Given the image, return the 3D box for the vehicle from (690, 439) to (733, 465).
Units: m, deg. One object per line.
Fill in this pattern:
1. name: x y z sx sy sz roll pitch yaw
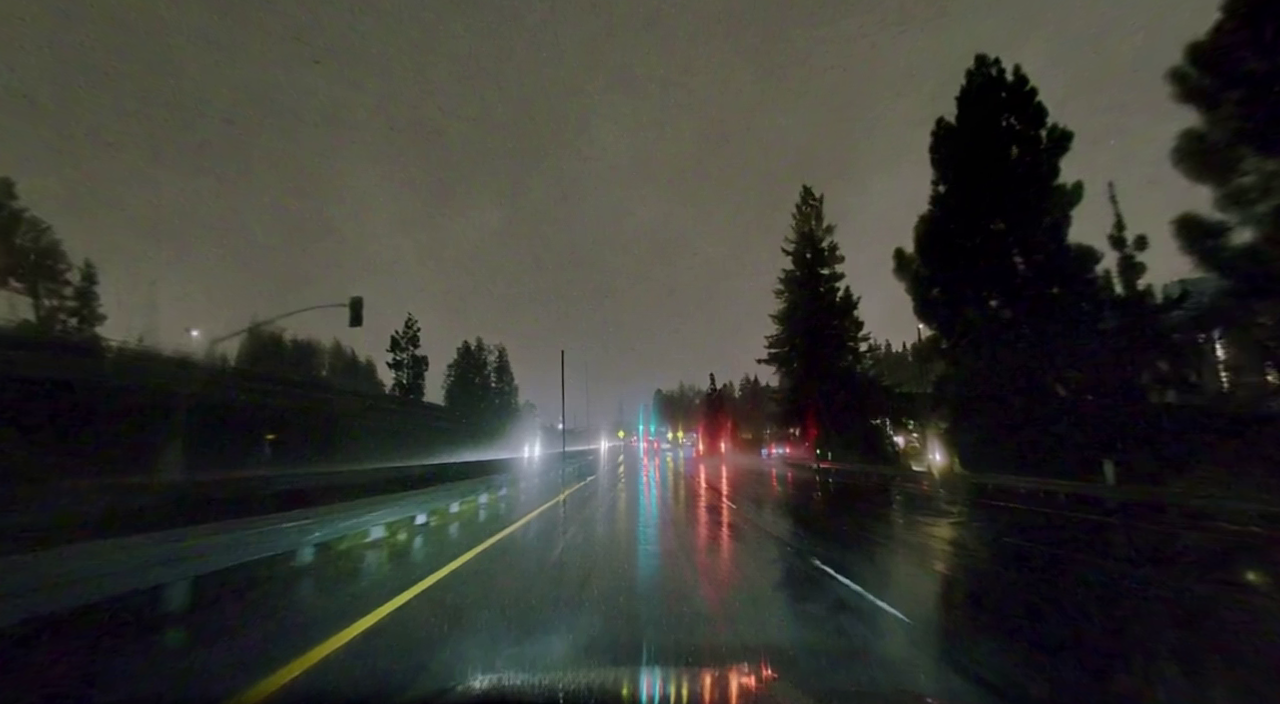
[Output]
1. vehicle: 4.283 6.086 38.519 2.042 1.518 4.477 0 -9 -1
